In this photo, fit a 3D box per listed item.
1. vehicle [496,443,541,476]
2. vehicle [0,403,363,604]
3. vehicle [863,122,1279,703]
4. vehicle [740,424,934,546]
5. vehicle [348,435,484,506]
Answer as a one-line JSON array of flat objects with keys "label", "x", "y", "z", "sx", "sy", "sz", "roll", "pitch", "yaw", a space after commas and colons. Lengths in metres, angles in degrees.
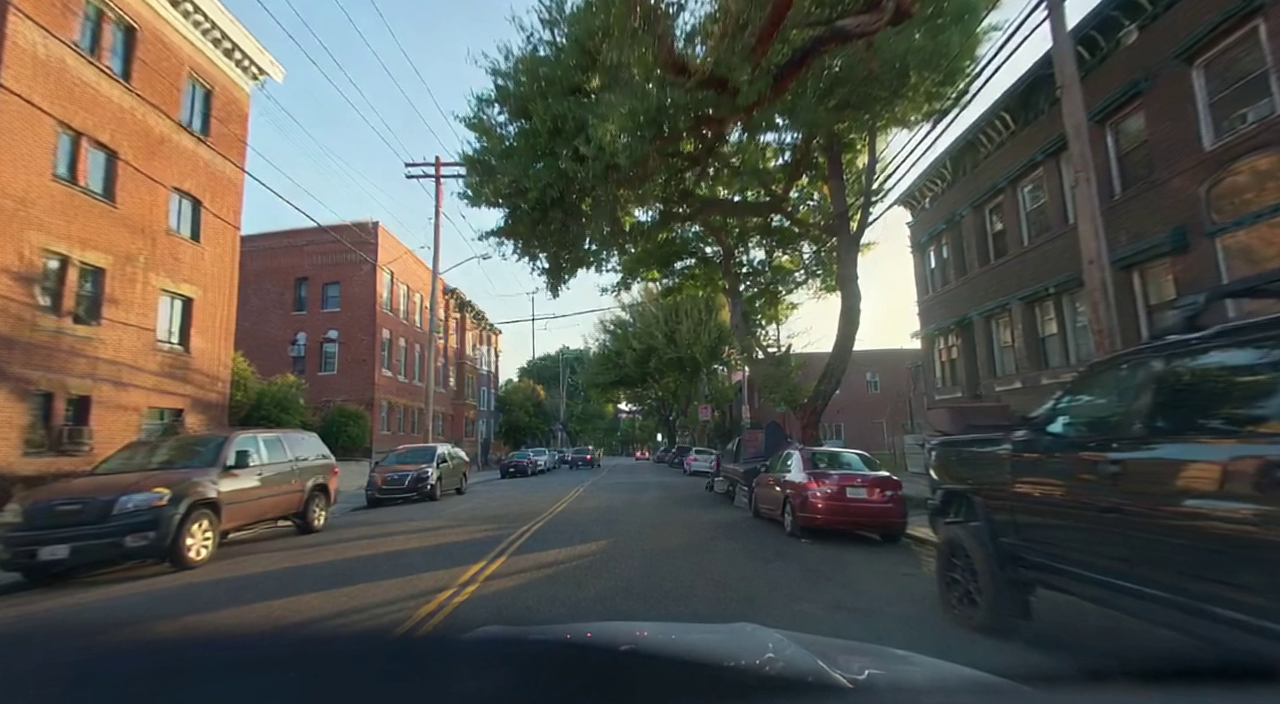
[{"label": "vehicle", "x": -7.037, "y": 6.279, "z": 37.161, "sx": 1.930, "sy": 1.756, "sz": 4.955, "roll": 0, "pitch": -8, "yaw": -3}, {"label": "vehicle", "x": -6.726, "y": 2.067, "z": 9.849, "sx": 2.235, "sy": 2.119, "sz": 6.061, "roll": 0, "pitch": -8, "yaw": -2}, {"label": "vehicle", "x": 3.467, "y": 0.534, "z": 3.075, "sx": 2.458, "sy": 2.439, "sz": 5.621, "roll": 0, "pitch": -9, "yaw": -3}, {"label": "vehicle", "x": 3.066, "y": 2.148, "z": 10.842, "sx": 1.896, "sy": 1.675, "sz": 4.000, "roll": 0, "pitch": -9, "yaw": -2}, {"label": "vehicle", "x": -6.810, "y": 3.657, "z": 20.074, "sx": 2.259, "sy": 1.899, "sz": 5.643, "roll": 0, "pitch": -8, "yaw": 0}]
